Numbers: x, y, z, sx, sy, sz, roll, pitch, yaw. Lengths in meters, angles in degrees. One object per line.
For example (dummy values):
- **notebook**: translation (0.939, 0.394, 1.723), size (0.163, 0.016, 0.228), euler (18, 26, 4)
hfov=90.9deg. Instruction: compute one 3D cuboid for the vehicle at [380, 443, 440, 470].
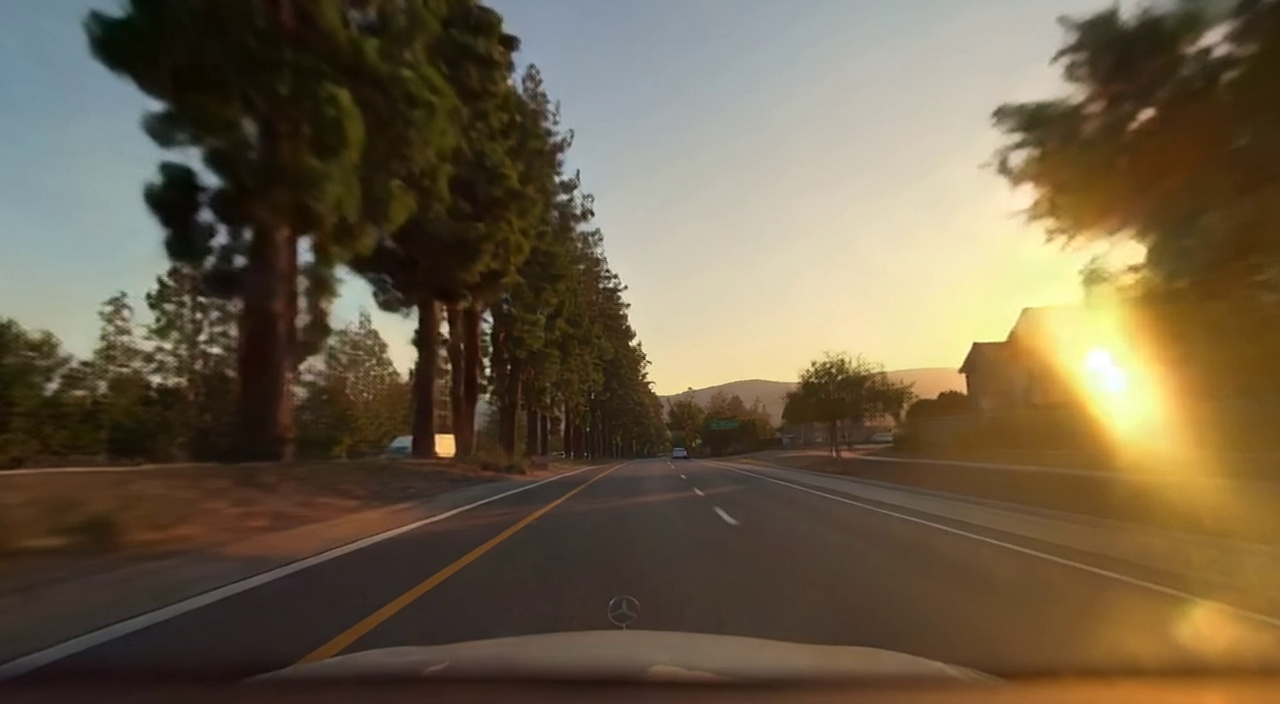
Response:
- **vehicle**: translation (-17.375, 7.933, 47.977), size (2.203, 1.902, 5.750), euler (-1, -9, 2)
